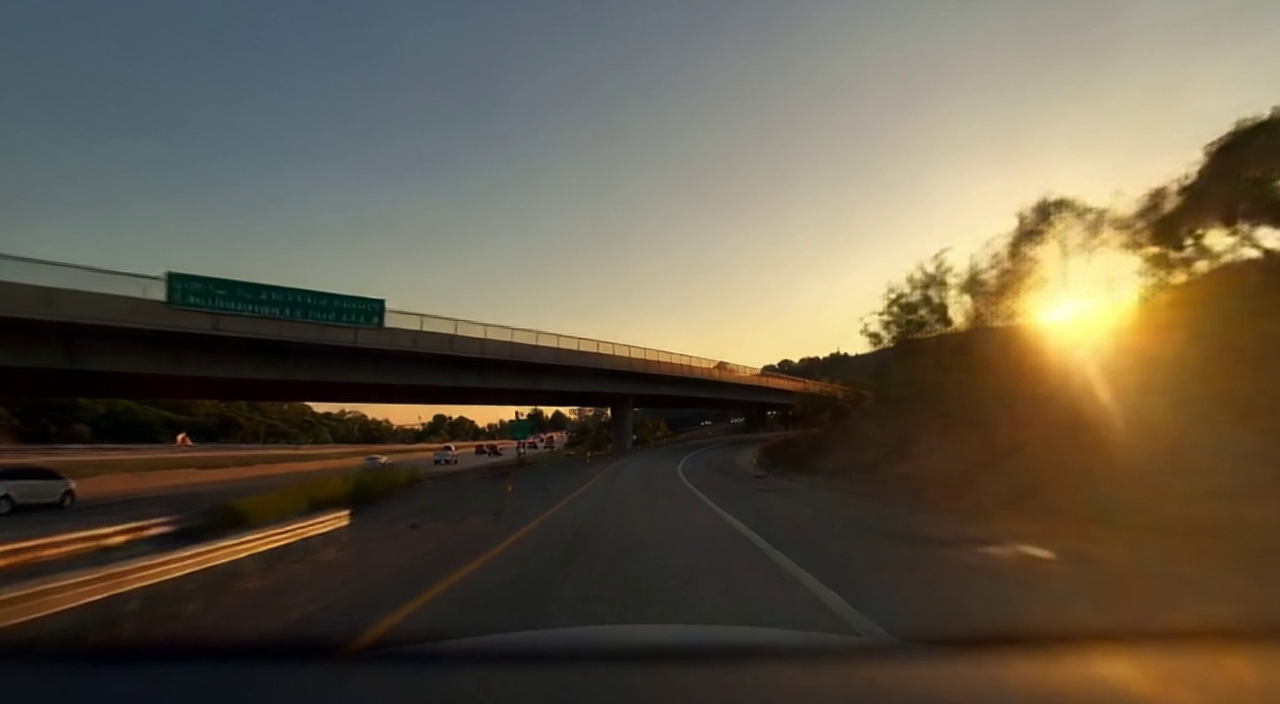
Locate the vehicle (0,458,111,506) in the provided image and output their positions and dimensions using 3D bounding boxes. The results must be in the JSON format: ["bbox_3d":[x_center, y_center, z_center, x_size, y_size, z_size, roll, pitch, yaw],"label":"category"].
[{"bbox_3d":[-26.058,5.524,27.220,2.209,1.778,5.108,1,-9,-6],"label":"vehicle"}]
